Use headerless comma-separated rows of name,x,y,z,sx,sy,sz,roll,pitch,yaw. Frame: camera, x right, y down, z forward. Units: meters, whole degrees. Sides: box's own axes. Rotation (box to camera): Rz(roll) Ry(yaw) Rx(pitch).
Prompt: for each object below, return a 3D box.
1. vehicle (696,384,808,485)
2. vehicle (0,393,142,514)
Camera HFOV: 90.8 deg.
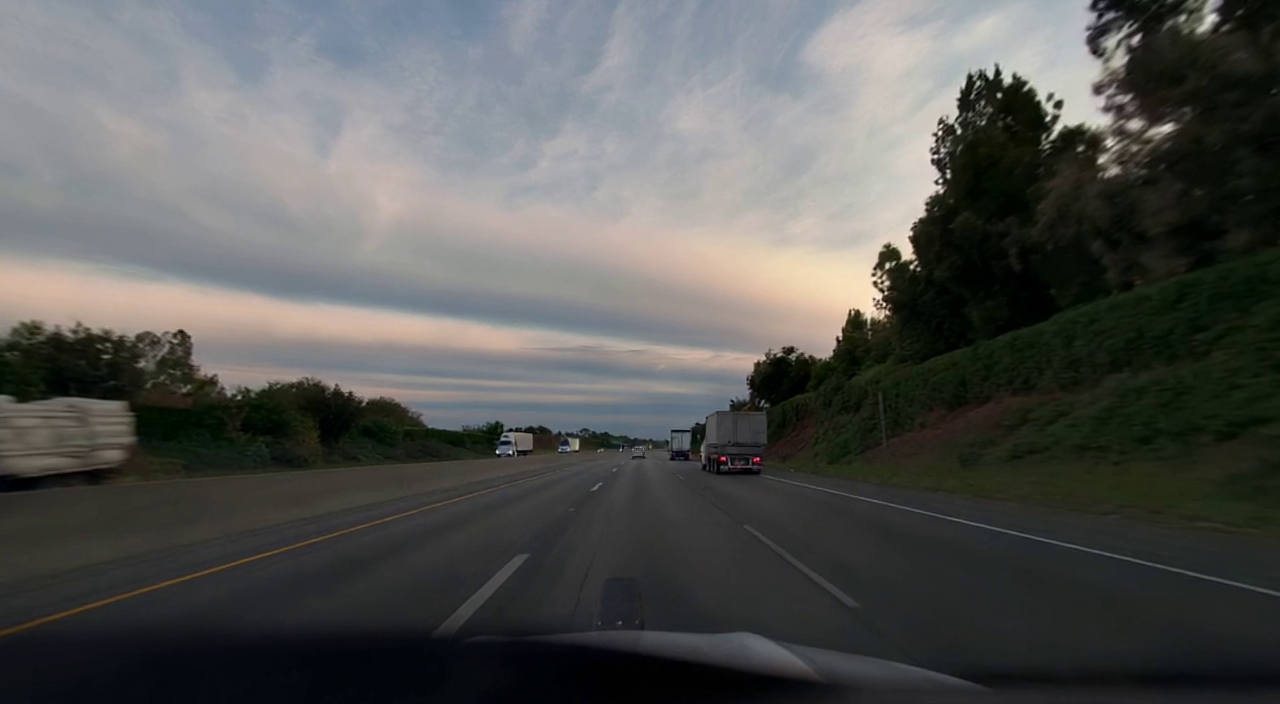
vehicle,4.688,3.930,29.078,3.032,3.785,10.333,0,-9,-1
vehicle,-19.039,2.920,18.109,2.979,3.294,7.760,0,-9,1
